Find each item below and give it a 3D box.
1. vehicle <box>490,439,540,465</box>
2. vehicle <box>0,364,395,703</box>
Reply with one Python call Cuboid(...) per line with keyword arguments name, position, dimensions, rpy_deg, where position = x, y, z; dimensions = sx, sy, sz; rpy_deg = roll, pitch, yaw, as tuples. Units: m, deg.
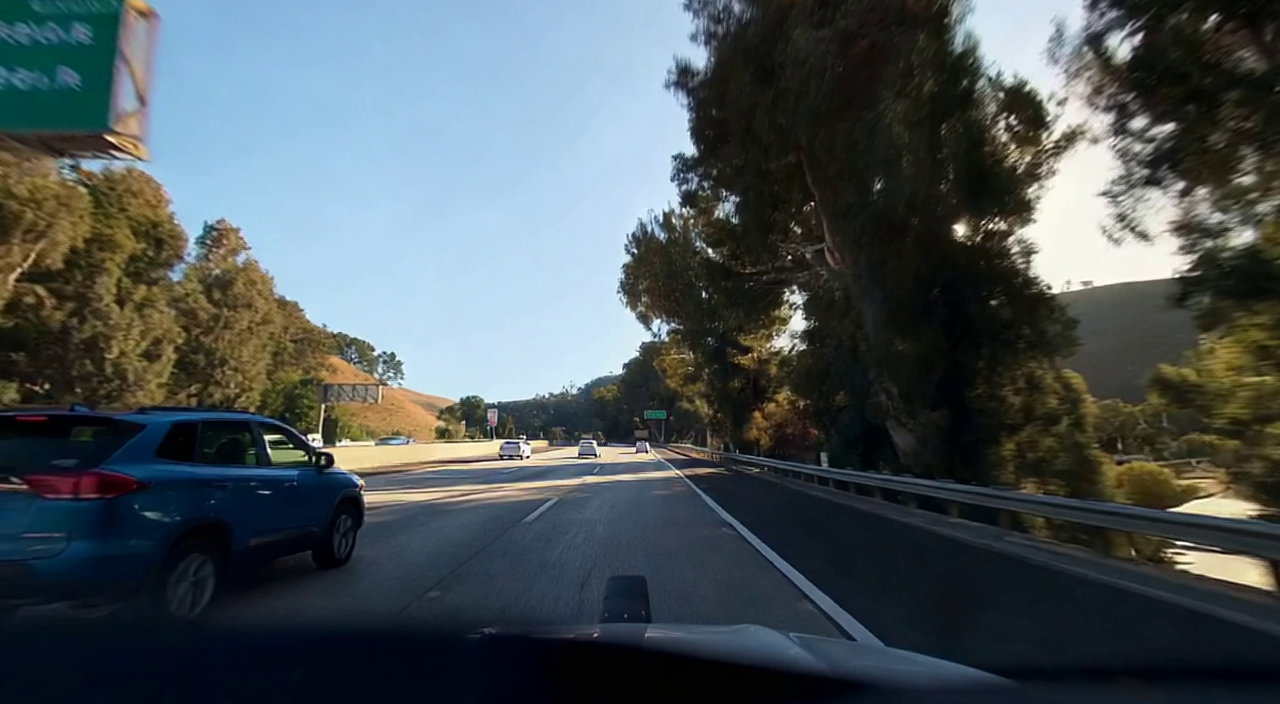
Cuboid(name="vehicle", position=(-7.529, 6.081, 38.477), dimensions=(1.963, 1.476, 4.739), rpy_deg=(0, -8, 1))
Cuboid(name="vehicle", position=(-4.025, 1.232, 5.237), dimensions=(2.138, 1.718, 4.415), rpy_deg=(0, -8, 1))
